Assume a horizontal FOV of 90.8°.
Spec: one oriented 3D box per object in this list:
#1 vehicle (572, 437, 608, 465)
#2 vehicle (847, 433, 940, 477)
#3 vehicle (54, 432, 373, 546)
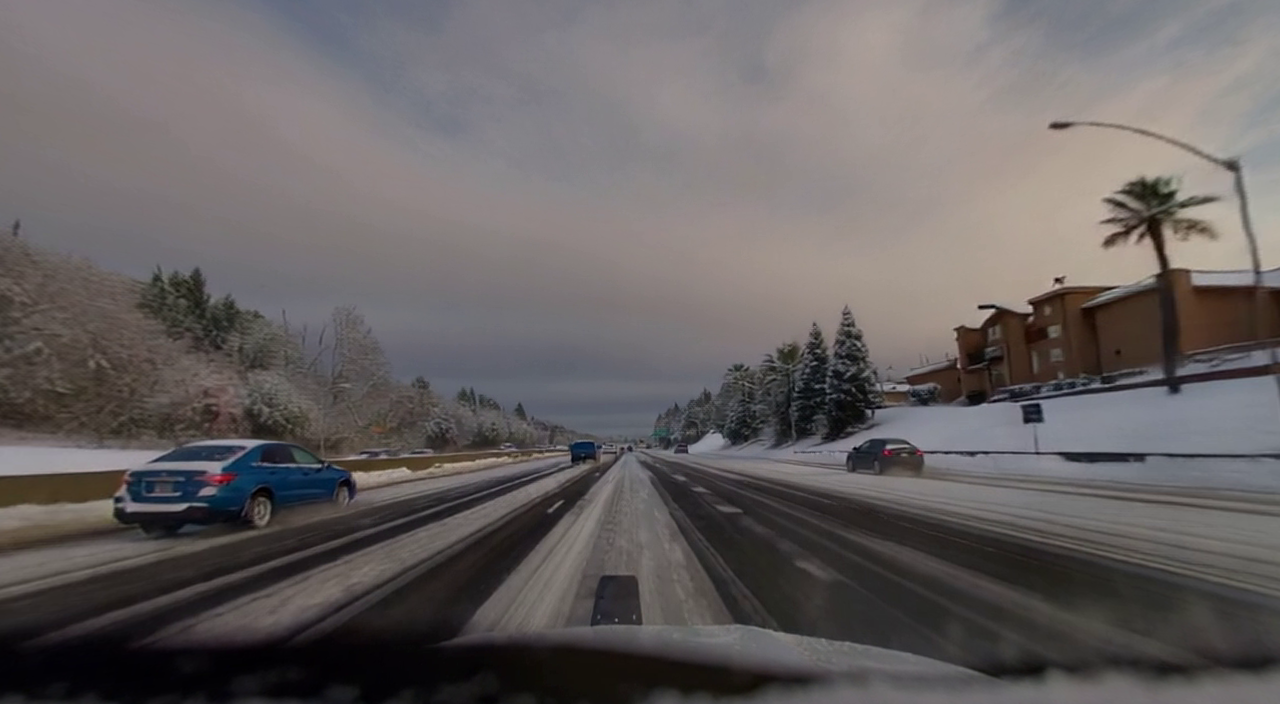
[{"bbox_3d":[-3.635,7.305,46.723,2.225,1.967,4.673,0,-9,0],"label":"vehicle"},{"bbox_3d":[11.280,4.627,28.499,2.168,1.792,4.457,0,-9,-2],"label":"vehicle"},{"bbox_3d":[-6.699,2.200,10.886,2.018,1.480,4.999,0,-9,0],"label":"vehicle"}]
